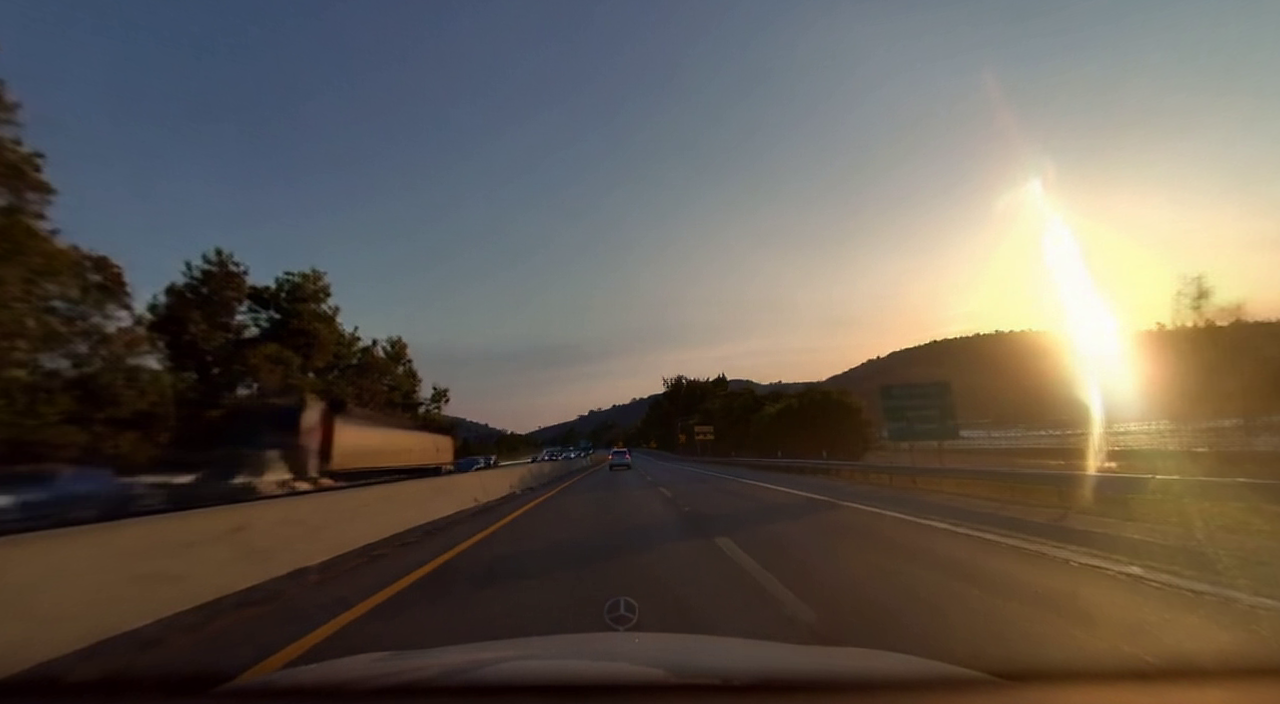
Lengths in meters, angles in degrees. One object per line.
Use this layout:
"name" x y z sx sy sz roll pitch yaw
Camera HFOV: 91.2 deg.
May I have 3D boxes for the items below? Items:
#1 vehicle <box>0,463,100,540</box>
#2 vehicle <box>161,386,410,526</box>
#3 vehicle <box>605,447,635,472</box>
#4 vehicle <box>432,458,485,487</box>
"vehicle" -13.847 3.082 12.836 1.829 1.475 4.197 0 -9 -1
"vehicle" -9.669 3.021 18.559 2.789 3.216 7.867 0 -9 -1
"vehicle" -1.460 7.926 46.377 2.098 1.692 4.038 0 -9 -1
"vehicle" -10.014 6.634 34.831 1.848 1.454 3.922 0 -9 -1
